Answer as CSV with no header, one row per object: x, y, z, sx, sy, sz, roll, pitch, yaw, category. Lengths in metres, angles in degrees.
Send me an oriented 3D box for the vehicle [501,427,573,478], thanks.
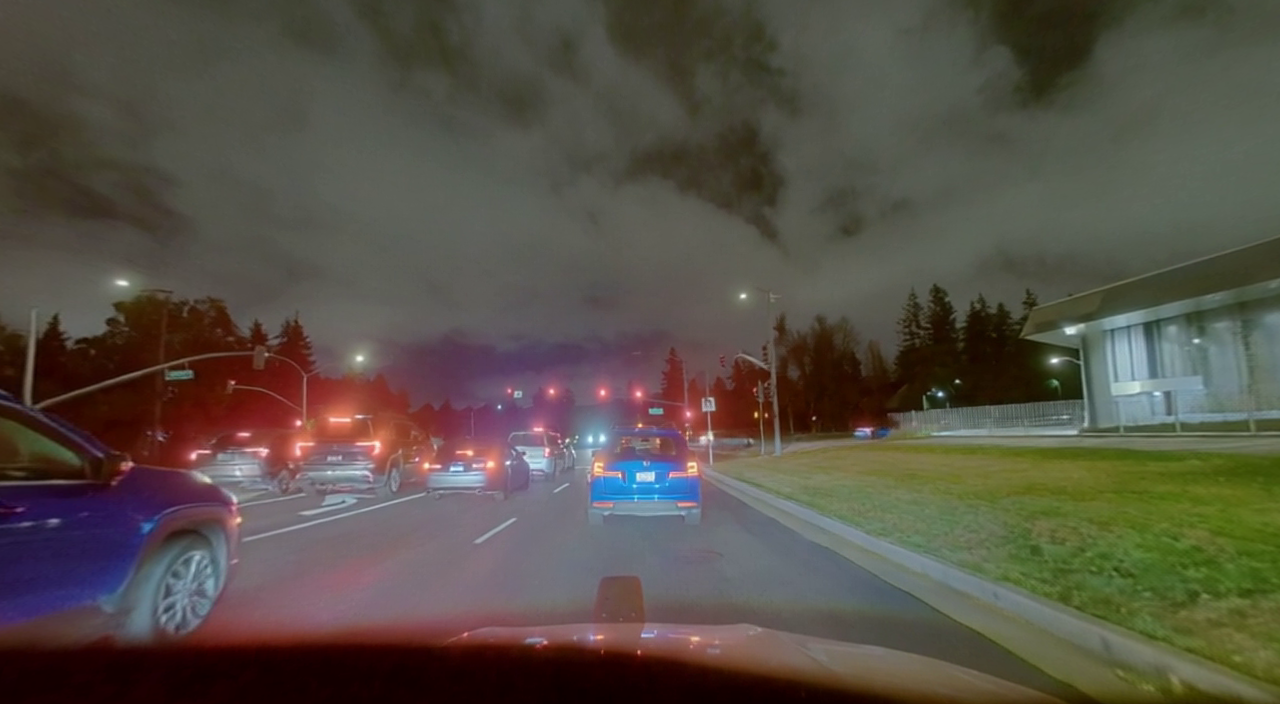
-3.912,3.933,24.848,2.043,1.813,4.549,0,-9,0,vehicle

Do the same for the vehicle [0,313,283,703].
-4.069,0.769,2.765,2.088,1.947,5.119,0,-9,-1,vehicle

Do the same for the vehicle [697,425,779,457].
6.412,5.909,41.802,5.152,2.001,2.060,-1,-9,4,vehicle

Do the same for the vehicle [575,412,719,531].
0.089,2.035,11.237,2.055,1.681,4.270,0,-9,0,vehicle

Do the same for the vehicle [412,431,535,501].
-4.022,2.823,16.067,1.942,1.523,4.212,0,-9,0,vehicle

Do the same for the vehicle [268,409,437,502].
-7.400,2.749,17.055,2.195,2.093,5.185,0,-9,-1,vehicle
